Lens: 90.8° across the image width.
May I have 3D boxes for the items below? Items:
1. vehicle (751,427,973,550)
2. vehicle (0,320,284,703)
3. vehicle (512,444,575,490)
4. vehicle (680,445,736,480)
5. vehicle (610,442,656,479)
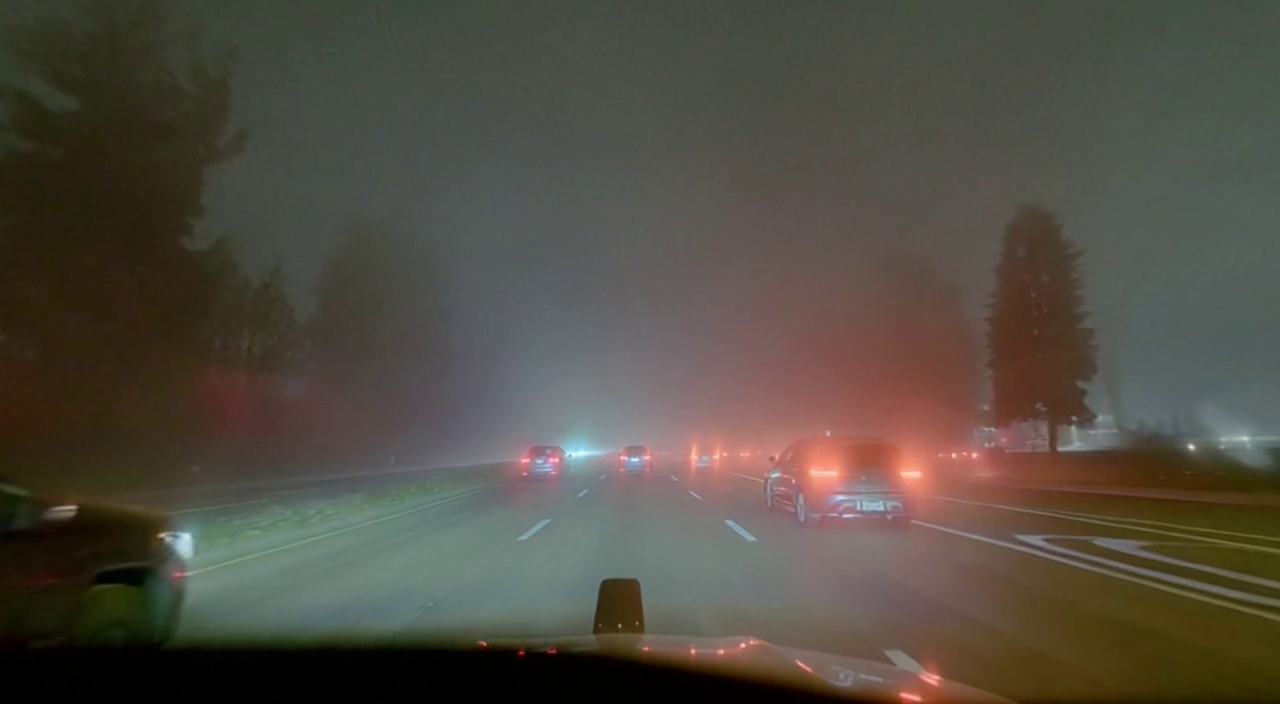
[{"bbox_3d":[3.434,2.207,10.996,2.069,1.644,4.714,0,-9,-1],"label":"vehicle"},{"bbox_3d":[-3.735,0.728,1.965,2.352,1.846,4.953,0,-8,0],"label":"vehicle"},{"bbox_3d":[-3.651,4.377,24.489,1.823,1.602,4.061,0,-8,0],"label":"vehicle"},{"bbox_3d":[3.178,5.249,30.288,2.068,1.541,4.041,0,-9,-2],"label":"vehicle"},{"bbox_3d":[-0.373,5.406,31.804,2.150,1.725,4.096,0,-9,-1],"label":"vehicle"}]
